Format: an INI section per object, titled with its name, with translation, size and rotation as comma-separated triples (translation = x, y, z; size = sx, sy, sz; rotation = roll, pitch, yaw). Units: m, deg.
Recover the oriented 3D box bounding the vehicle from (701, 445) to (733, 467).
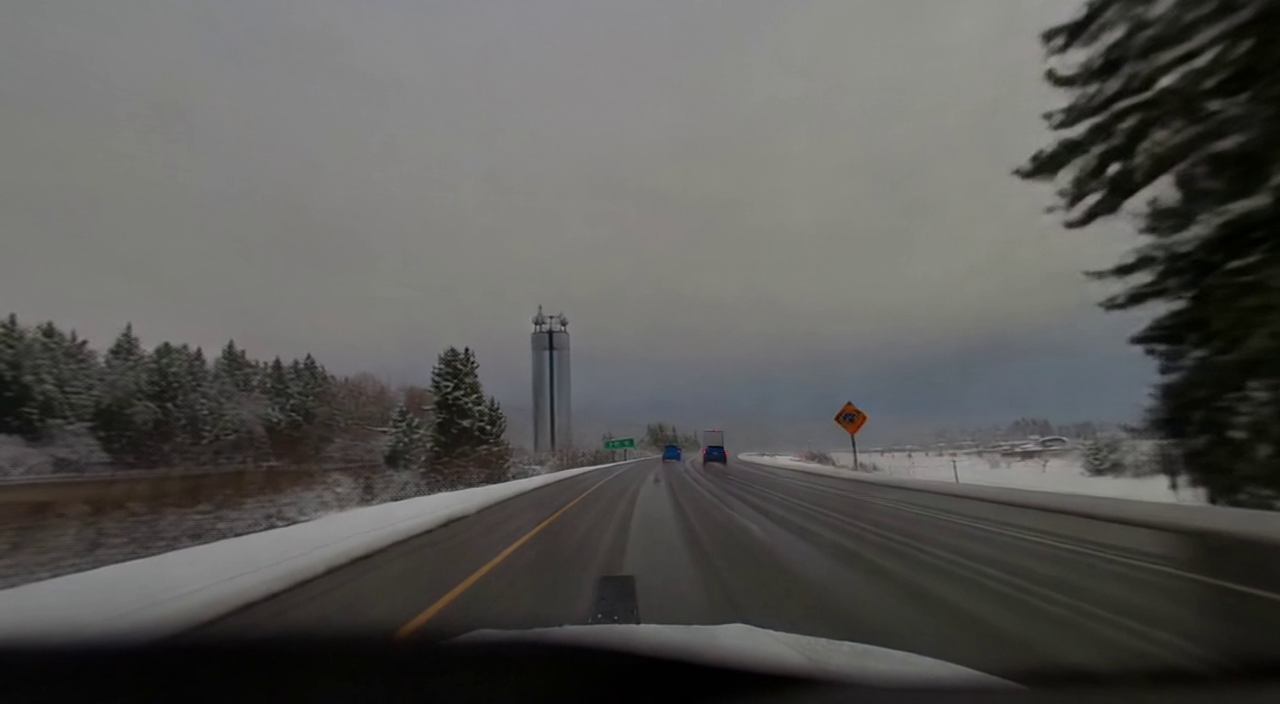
[vehicle]
translation = 5.631, 7.623, 46.577
size = 2.030, 1.526, 4.165
rotation = 0, -8, 3
